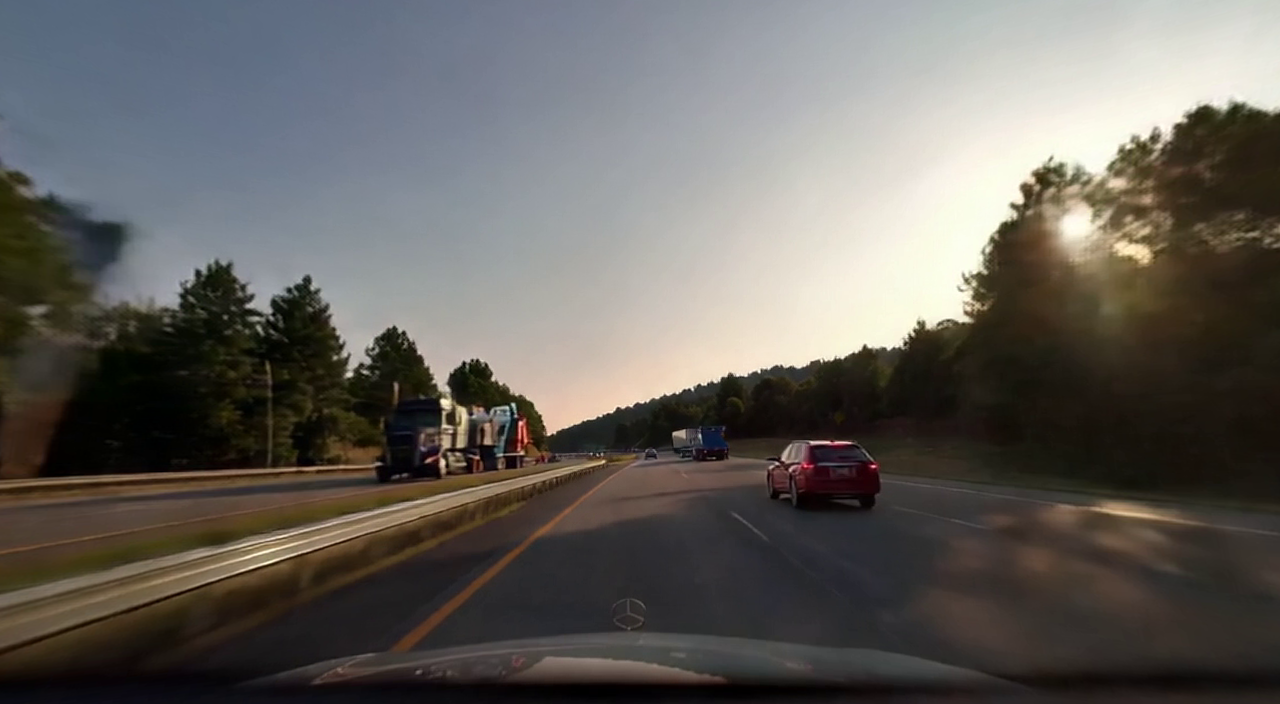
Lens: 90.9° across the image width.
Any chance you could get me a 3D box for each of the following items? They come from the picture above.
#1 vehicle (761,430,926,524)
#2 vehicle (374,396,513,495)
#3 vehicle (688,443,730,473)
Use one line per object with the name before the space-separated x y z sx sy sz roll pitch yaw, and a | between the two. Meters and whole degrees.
vehicle | 3.934 2.496 13.037 2.005 1.604 4.002 0 -9 -1
vehicle | -7.782 3.953 26.530 3.011 3.465 8.510 0 -9 0
vehicle | 4.137 6.432 38.354 2.022 1.658 4.132 0 -9 -1
